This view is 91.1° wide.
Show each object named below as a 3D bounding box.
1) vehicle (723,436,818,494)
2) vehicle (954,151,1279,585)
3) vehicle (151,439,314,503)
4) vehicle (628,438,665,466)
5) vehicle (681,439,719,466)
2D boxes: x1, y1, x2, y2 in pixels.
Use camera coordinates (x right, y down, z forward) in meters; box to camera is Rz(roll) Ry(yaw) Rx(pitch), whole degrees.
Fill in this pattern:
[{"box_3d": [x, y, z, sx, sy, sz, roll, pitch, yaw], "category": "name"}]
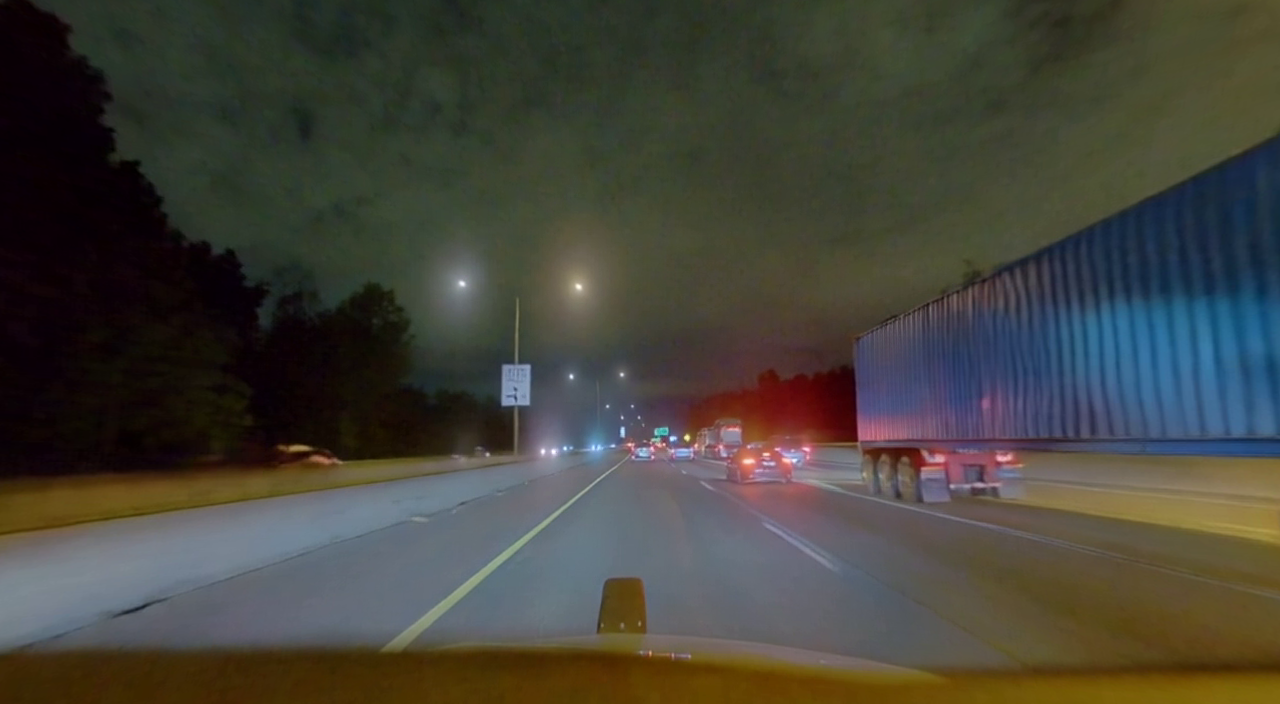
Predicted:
[{"box_3d": [3.751, 3.330, 18.915, 1.888, 1.501, 4.608, 0, -8, 0], "category": "vehicle"}, {"box_3d": [7.303, 0.305, 6.924, 2.752, 3.975, 9.319, 0, -8, 0], "category": "vehicle"}, {"box_3d": [-13.388, 3.897, 21.108, 2.200, 1.857, 4.748, 0, -8, 1], "category": "vehicle"}, {"box_3d": [0.428, 6.479, 40.880, 2.313, 1.736, 4.215, 0, -8, 1], "category": "vehicle"}, {"box_3d": [3.918, 6.654, 41.681, 2.084, 1.668, 4.511, 0, -8, 0], "category": "vehicle"}]
